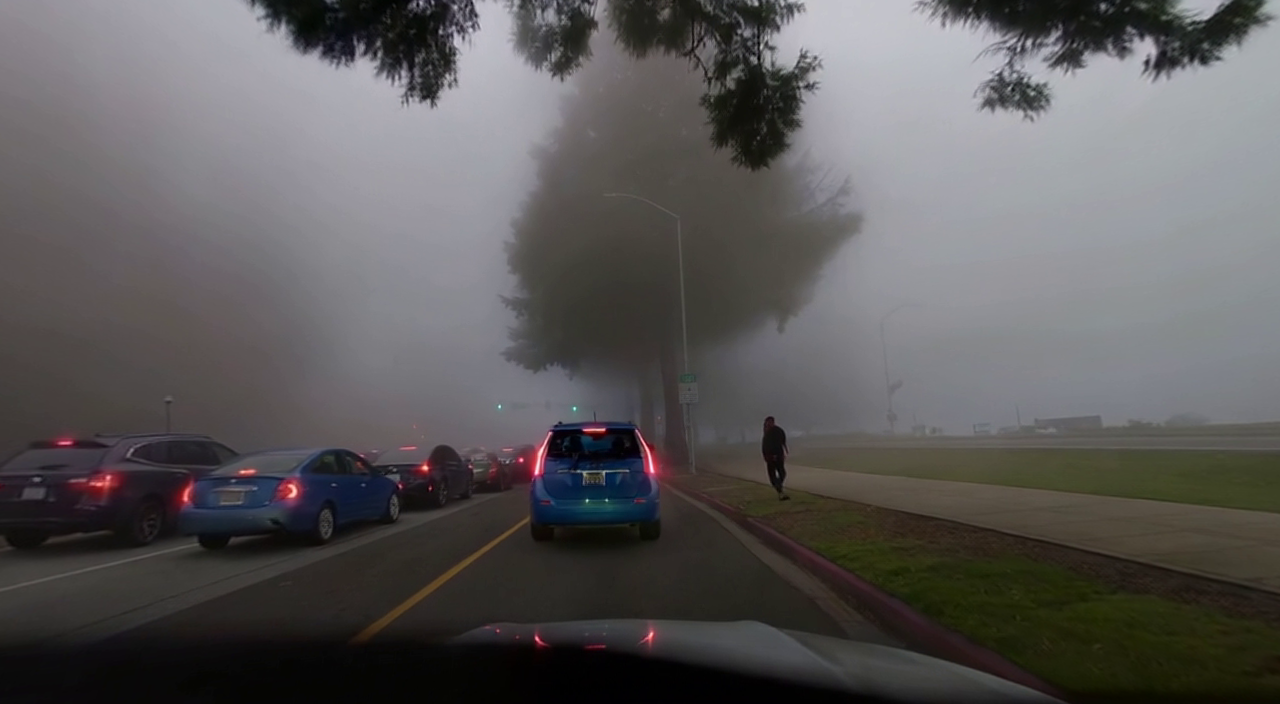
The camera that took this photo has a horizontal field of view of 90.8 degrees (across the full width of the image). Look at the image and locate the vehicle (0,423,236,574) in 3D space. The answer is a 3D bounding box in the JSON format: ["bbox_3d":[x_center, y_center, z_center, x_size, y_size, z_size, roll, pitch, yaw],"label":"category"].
[{"bbox_3d":[-8.802,2.100,9.751,2.013,1.826,4.592,0,-9,0],"label":"vehicle"}]

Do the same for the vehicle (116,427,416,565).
[{"bbox_3d":[-5.404,2.109,10.067,2.010,1.674,4.484,0,-9,0],"label":"vehicle"}]

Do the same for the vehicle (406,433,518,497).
[{"bbox_3d":[-5.458,3.515,20.084,2.188,1.774,4.477,0,-9,0],"label":"vehicle"}]

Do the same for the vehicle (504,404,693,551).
[{"bbox_3d":[-0.578,1.893,10.145,2.368,1.829,4.293,0,-9,-2],"label":"vehicle"}]
